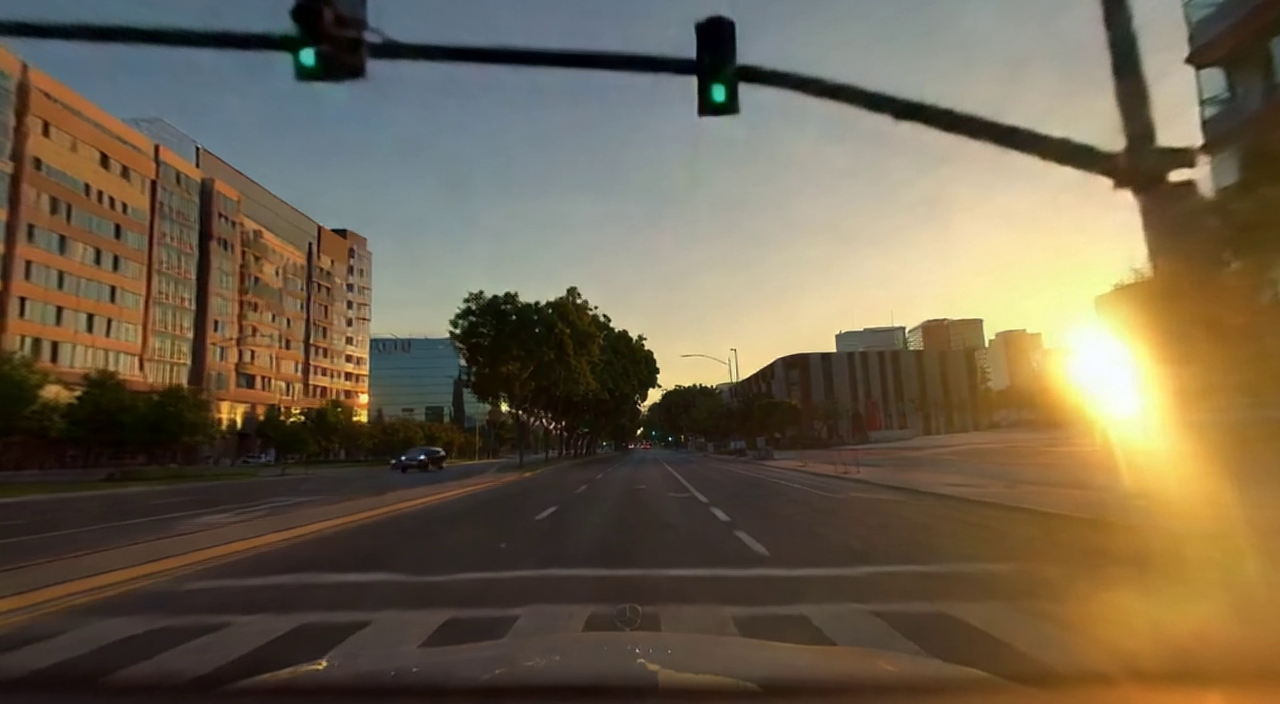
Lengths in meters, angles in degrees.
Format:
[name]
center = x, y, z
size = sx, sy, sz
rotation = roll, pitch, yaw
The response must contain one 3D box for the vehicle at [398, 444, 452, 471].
[vehicle]
center = -14.639, 7.213, 43.046
size = 1.936, 1.718, 4.643
rotation = 0, -8, 1
